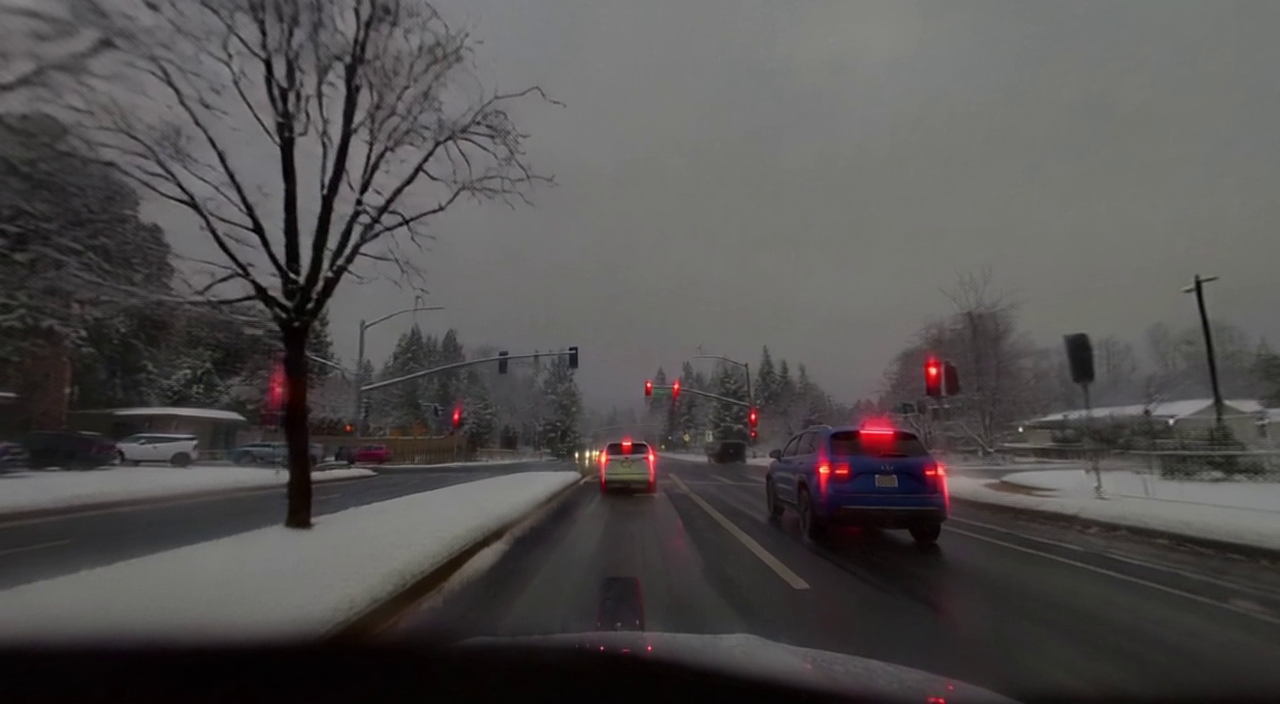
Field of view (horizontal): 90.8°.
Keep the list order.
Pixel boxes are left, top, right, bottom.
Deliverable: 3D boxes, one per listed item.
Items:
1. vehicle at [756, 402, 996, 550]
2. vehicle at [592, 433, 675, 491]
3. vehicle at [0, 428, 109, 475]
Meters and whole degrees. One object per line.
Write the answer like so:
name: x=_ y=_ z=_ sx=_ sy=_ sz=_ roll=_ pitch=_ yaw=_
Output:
vehicle: x=3.240 y=1.818 z=9.835 sx=2.046 sy=1.768 sz=4.370 roll=0 pitch=-9 yaw=0
vehicle: x=-0.186 y=3.261 z=19.076 sx=2.177 sy=1.512 sz=4.682 roll=0 pitch=-9 yaw=0
vehicle: x=-28.972 y=4.734 z=30.019 sx=5.335 sy=2.076 sz=2.209 roll=3 pitch=-10 yaw=-33
